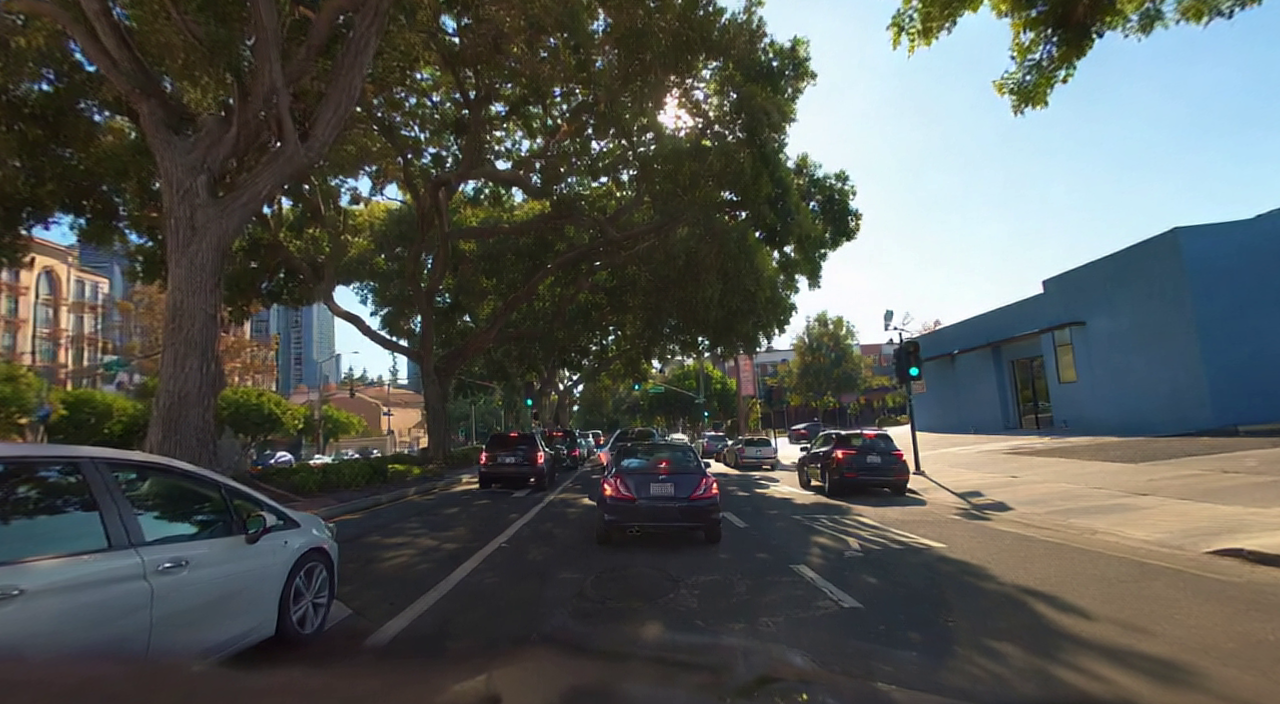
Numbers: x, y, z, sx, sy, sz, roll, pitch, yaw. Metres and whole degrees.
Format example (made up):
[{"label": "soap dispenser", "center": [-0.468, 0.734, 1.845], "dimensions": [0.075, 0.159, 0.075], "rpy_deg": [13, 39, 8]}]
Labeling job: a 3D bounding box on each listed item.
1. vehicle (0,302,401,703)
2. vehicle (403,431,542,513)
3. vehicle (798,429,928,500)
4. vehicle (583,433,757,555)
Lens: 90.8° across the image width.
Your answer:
[{"label": "vehicle", "center": [-3.270, 0.932, 3.398], "dimensions": [2.152, 1.802, 4.628], "rpy_deg": [0, -9, 0]}, {"label": "vehicle", "center": [-3.509, 2.613, 14.245], "dimensions": [1.901, 1.522, 4.556], "rpy_deg": [0, -9, 0]}, {"label": "vehicle", "center": [6.340, 3.253, 18.676], "dimensions": [2.025, 1.808, 4.579], "rpy_deg": [0, -9, -2]}, {"label": "vehicle", "center": [0.268, 1.993, 9.578], "dimensions": [2.095, 1.438, 3.843], "rpy_deg": [0, -9, -3]}]
